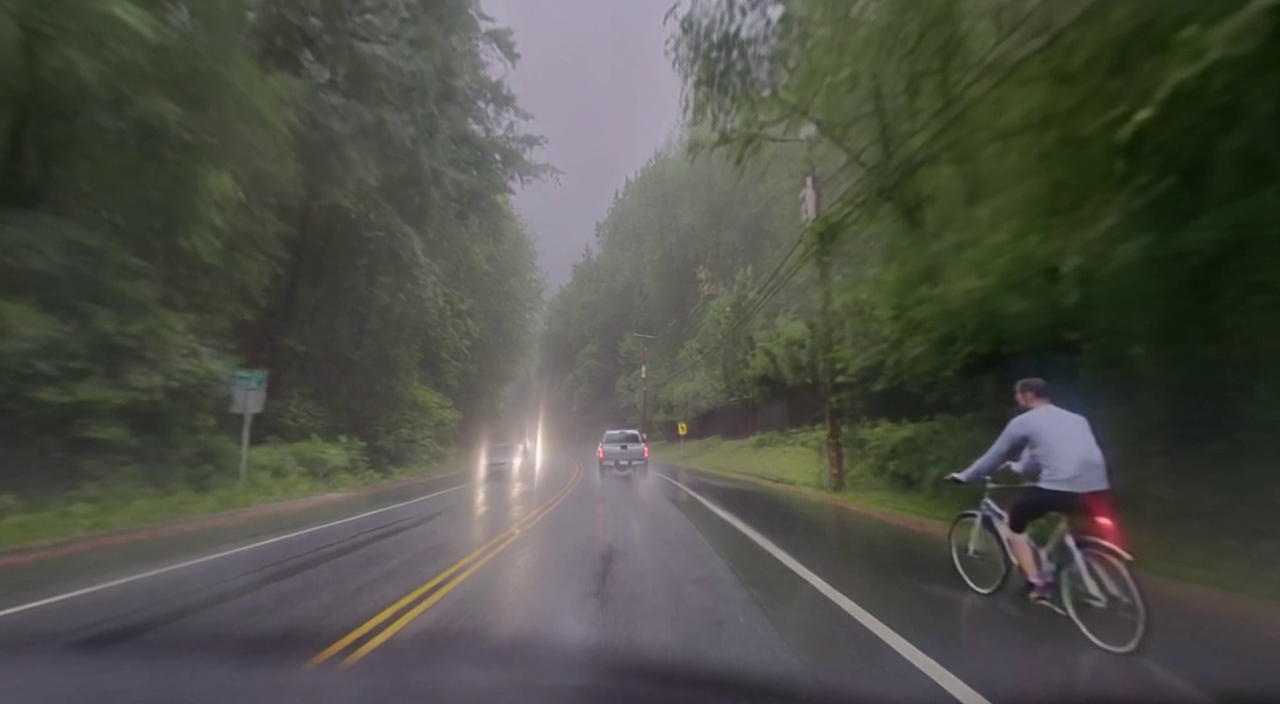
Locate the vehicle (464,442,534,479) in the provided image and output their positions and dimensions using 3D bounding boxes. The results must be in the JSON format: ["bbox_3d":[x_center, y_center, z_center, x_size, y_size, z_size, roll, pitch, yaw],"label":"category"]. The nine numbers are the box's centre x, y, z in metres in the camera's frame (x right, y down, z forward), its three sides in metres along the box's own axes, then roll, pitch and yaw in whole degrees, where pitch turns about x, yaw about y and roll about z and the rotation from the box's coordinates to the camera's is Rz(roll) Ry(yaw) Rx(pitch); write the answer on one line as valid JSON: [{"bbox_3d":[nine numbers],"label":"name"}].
[{"bbox_3d":[-5.956,4.605,27.227,2.198,1.459,4.398,0,-8,-3],"label":"vehicle"}]

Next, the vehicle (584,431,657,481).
[{"bbox_3d":[-0.865,4.163,25.680,2.631,1.798,5.331,0,-8,-3],"label":"vehicle"}]
